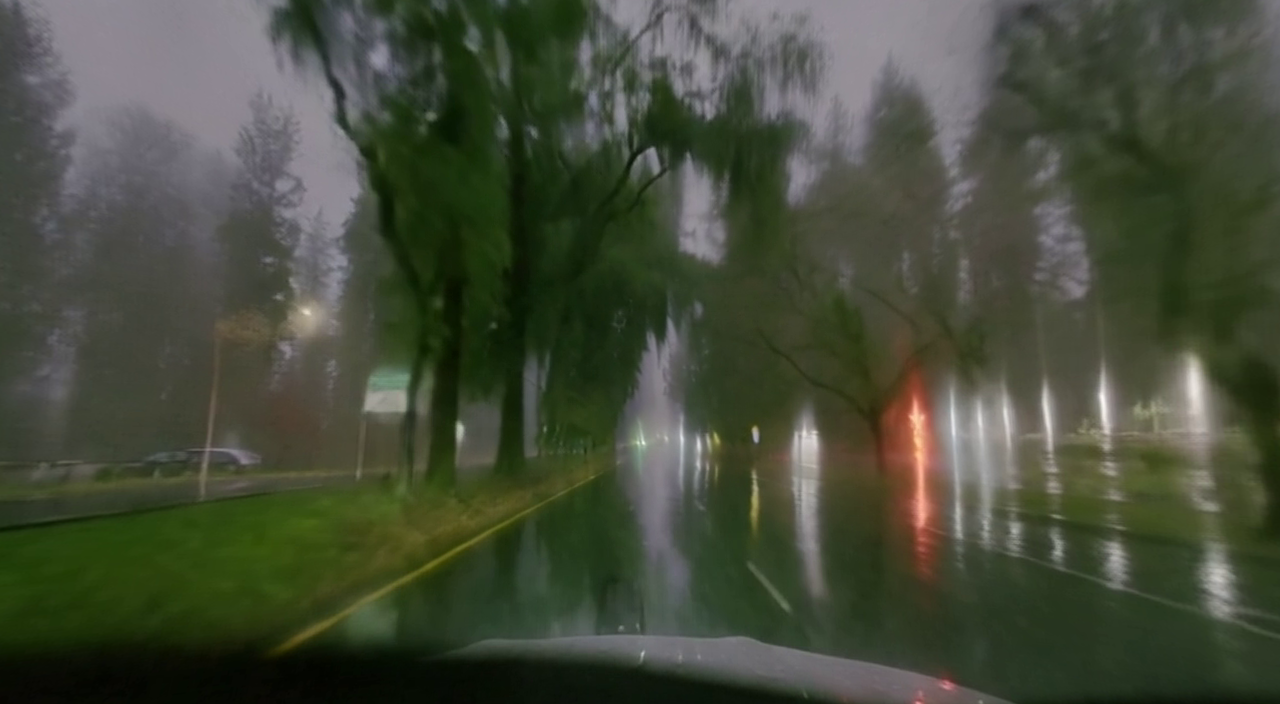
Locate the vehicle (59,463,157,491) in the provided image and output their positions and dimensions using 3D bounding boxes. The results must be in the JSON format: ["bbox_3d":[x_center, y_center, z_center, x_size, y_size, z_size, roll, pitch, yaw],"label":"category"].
[{"bbox_3d":[-31.212,7.316,37.116,4.204,1.448,1.738,0,-8,2],"label":"vehicle"}]

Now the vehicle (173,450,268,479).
[{"bbox_3d":[-31.792,8.519,47.949,5.647,2.071,2.194,0,-9,3],"label":"vehicle"}]
